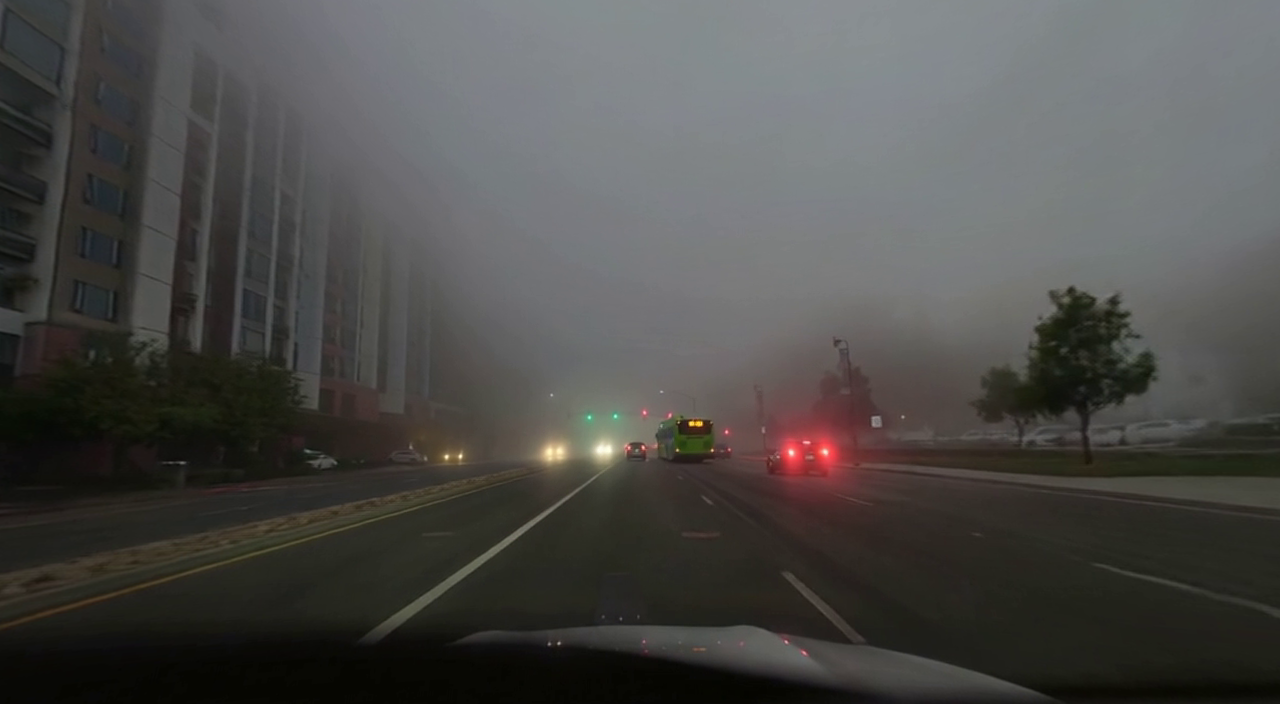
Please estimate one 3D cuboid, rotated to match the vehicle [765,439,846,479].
[{"bbox_3d":[6.648,4.351,25.904,1.992,1.447,4.414,0,-9,-2],"label":"vehicle"}]
